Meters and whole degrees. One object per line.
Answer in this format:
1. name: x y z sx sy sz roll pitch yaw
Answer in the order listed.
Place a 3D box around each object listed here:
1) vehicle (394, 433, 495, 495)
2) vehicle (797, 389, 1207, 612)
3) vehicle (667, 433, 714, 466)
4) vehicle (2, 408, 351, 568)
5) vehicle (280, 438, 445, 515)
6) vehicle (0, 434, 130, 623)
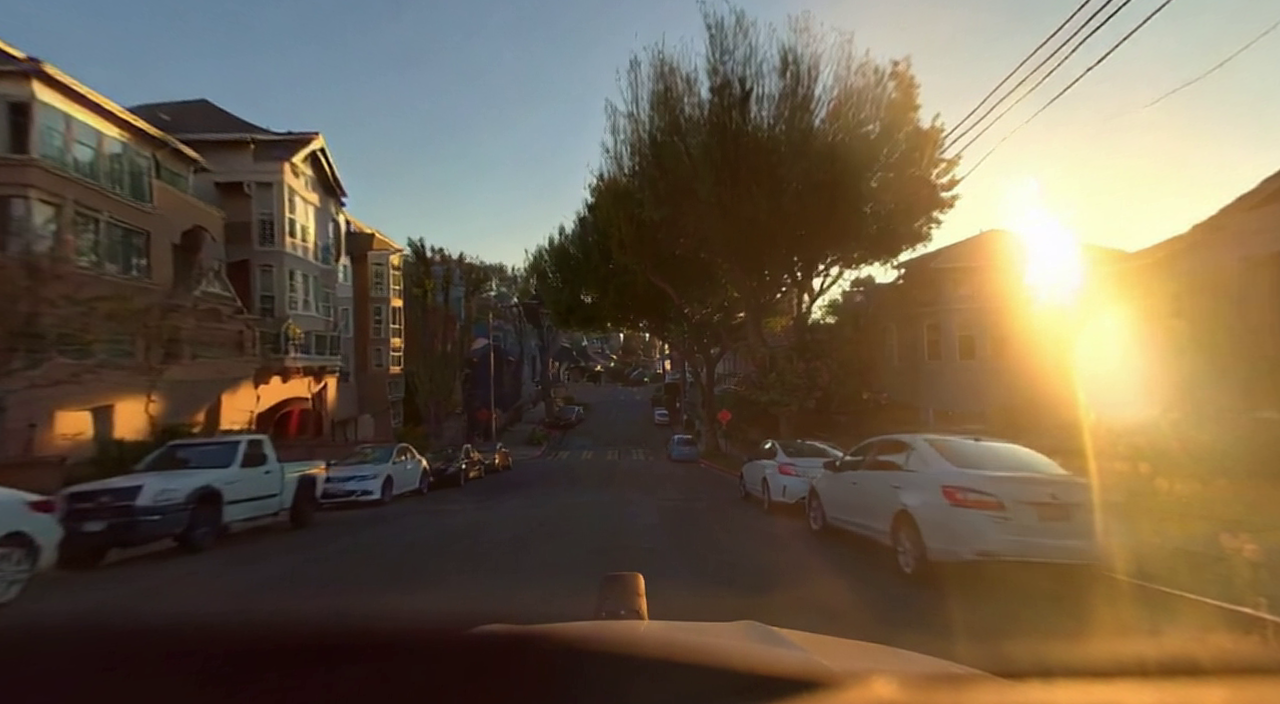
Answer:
1. vehicle: -6.144 3.519 20.509 1.922 1.569 4.677 -1 -5 -1
2. vehicle: 3.419 1.494 7.293 1.952 1.738 4.518 0 -8 -1
3. vehicle: 2.633 5.213 33.860 1.966 1.620 4.187 0 -8 -3
4. vehicle: -6.208 1.872 9.356 1.830 1.750 4.502 1 -9 -2
5. vehicle: -6.292 2.826 15.005 1.909 1.490 4.439 -1 -8 0
6. vehicle: -6.050 1.291 4.224 2.003 1.489 4.051 0 -8 -3
